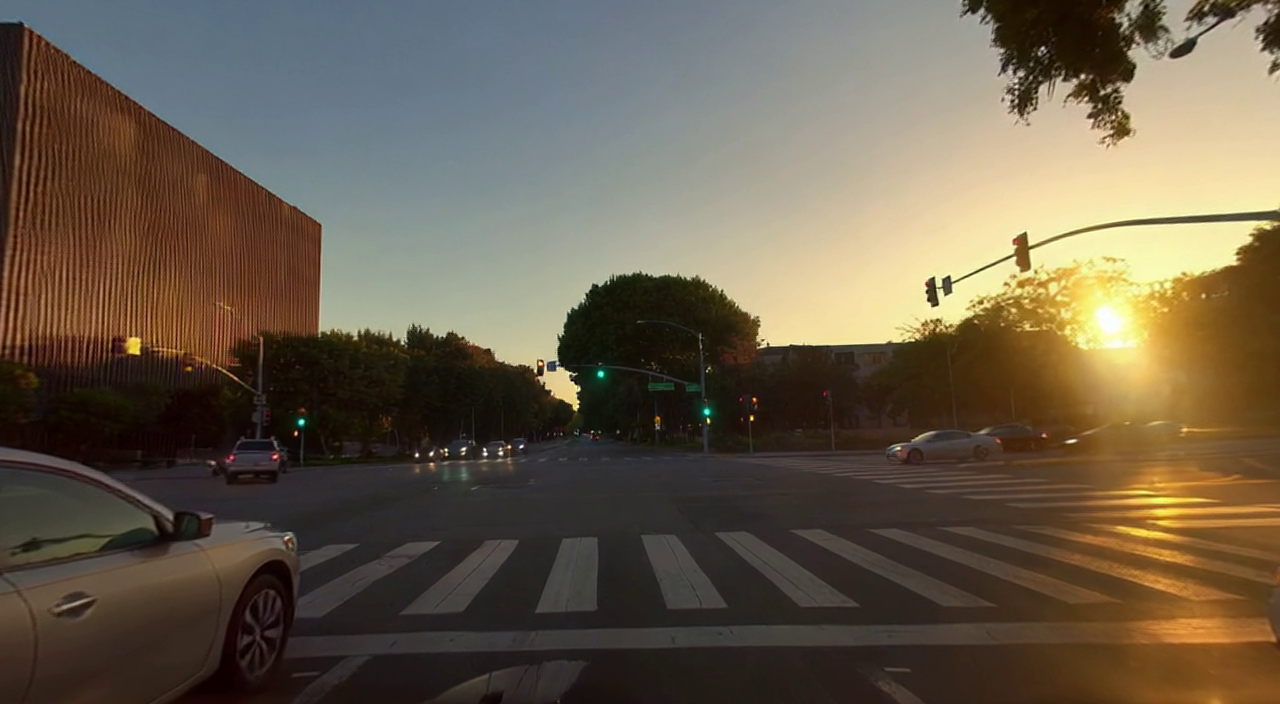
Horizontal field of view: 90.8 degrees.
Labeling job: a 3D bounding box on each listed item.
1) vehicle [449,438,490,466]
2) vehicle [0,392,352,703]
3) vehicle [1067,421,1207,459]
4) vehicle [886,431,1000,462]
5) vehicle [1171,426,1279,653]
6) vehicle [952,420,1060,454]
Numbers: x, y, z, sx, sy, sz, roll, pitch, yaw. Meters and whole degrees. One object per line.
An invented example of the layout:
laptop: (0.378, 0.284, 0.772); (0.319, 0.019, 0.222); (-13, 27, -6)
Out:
vehicle: (-12.809, 7.481, 47.594); (2.051, 1.715, 4.346); (-2, -6, -2)
vehicle: (-3.070, 0.916, 2.300); (1.919, 1.478, 4.720); (0, -8, -1)
vehicle: (20.254, 3.608, 25.860); (4.181, 1.483, 1.831); (0, -8, -3)
vehicle: (15.073, 4.726, 31.597); (4.660, 1.495, 2.007); (0, -8, -2)
vehicle: (4.962, 0.988, 2.561); (1.949, 1.449, 4.530); (-1, -8, 5)
vehicle: (20.147, 4.711, 34.934); (4.611, 1.797, 2.096); (0, -8, -2)
